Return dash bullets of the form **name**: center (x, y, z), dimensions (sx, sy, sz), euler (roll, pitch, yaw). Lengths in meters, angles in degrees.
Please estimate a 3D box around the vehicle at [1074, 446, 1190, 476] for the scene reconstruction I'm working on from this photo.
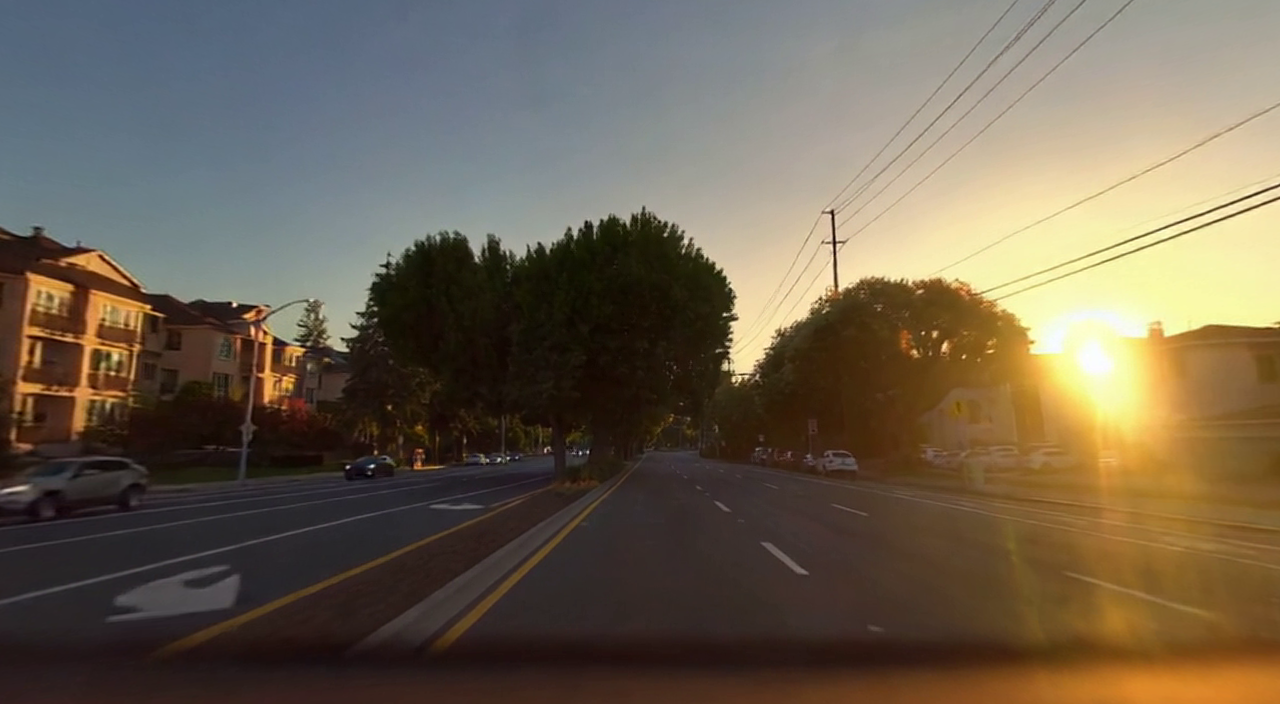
- **vehicle**: center (25.610, 5.706, 32.922), dimensions (4.368, 1.394, 1.983), euler (1, -10, 1)

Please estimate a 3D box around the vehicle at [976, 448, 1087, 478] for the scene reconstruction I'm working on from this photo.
- **vehicle**: center (20.694, 5.869, 33.447), dimensions (4.664, 1.504, 1.816), euler (0, -8, 1)

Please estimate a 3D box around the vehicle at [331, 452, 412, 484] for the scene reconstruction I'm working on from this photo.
- **vehicle**: center (-13.767, 5.944, 32.631), dimensions (2.047, 1.467, 4.611), euler (0, -8, 1)

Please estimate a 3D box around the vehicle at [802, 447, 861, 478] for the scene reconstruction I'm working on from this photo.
- **vehicle**: center (12.174, 7.043, 40.443), dimensions (2.182, 1.768, 4.904), euler (0, -8, 0)

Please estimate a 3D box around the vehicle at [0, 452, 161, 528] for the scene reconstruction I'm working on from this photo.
- **vehicle**: center (-13.978, 3.118, 14.682), dimensions (1.902, 1.470, 4.678), euler (0, -8, 1)

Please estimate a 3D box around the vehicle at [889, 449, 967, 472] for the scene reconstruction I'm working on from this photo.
- **vehicle**: center (19.969, 7.517, 43.873), dimensions (4.643, 1.520, 1.894), euler (-3, -8, 18)
